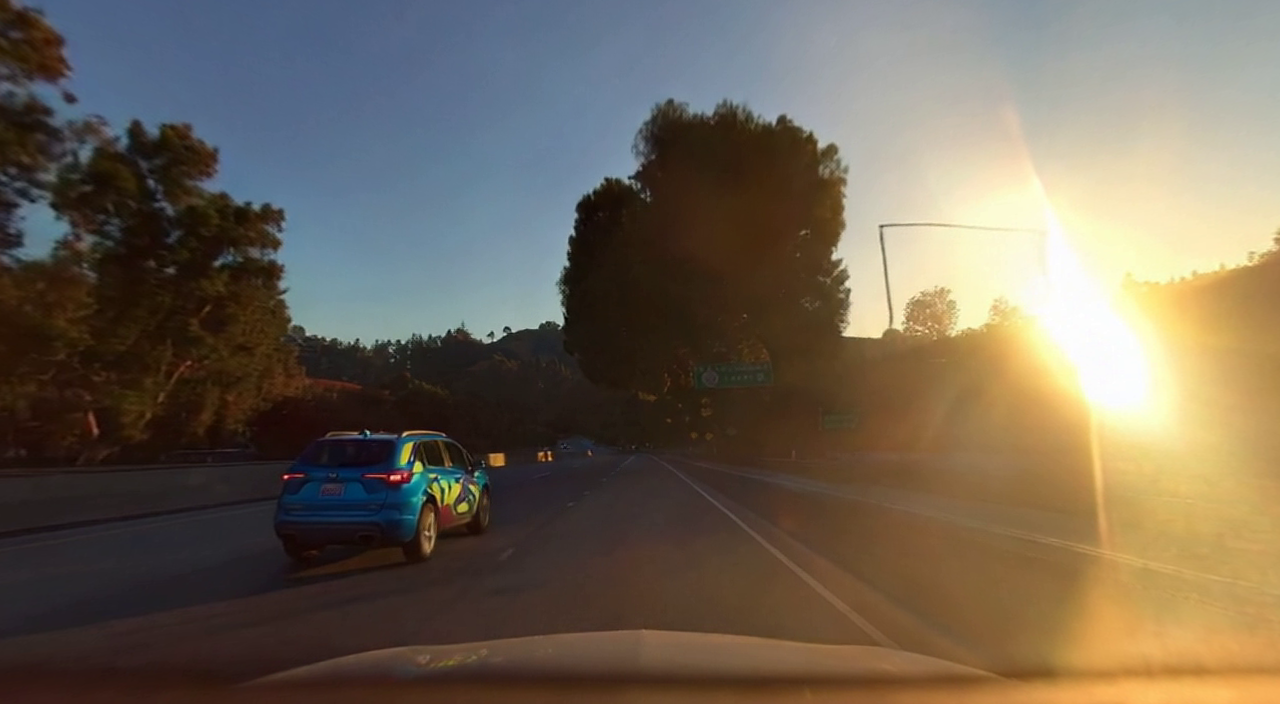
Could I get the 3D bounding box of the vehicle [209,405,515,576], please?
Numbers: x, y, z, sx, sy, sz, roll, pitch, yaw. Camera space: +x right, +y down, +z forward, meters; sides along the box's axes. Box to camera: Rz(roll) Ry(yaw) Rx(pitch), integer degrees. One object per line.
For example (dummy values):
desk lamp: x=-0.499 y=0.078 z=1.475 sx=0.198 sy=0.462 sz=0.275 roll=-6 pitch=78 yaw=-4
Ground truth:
vehicle: x=-3.433 y=1.819 z=9.117 sx=2.183 sy=1.803 sz=4.685 roll=0 pitch=-8 yaw=1
